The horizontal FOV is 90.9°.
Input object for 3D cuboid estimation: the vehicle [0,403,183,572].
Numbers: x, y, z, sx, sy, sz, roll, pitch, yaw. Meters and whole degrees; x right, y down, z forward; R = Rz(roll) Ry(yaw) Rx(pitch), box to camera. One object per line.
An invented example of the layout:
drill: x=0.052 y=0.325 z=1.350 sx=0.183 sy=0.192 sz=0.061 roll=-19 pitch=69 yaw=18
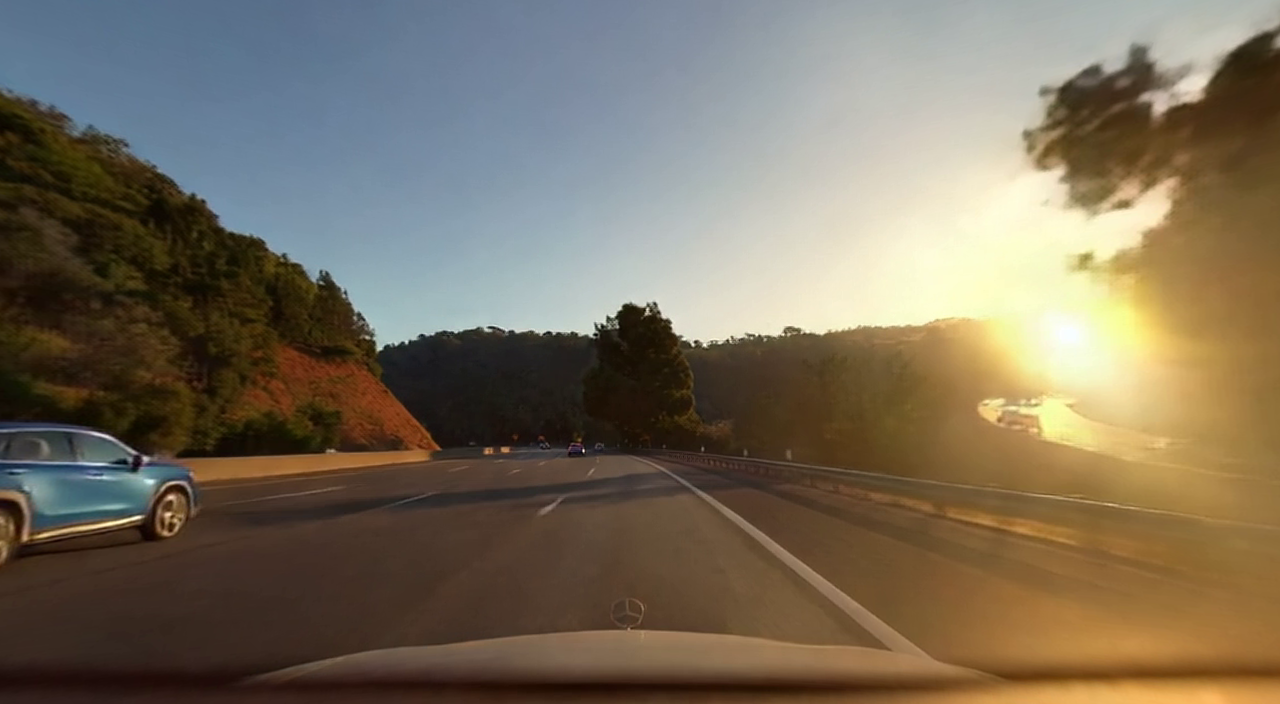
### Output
vehicle: x=-7.551 y=1.409 z=6.638 sx=2.046 sy=1.712 sz=4.533 roll=0 pitch=-8 yaw=0
